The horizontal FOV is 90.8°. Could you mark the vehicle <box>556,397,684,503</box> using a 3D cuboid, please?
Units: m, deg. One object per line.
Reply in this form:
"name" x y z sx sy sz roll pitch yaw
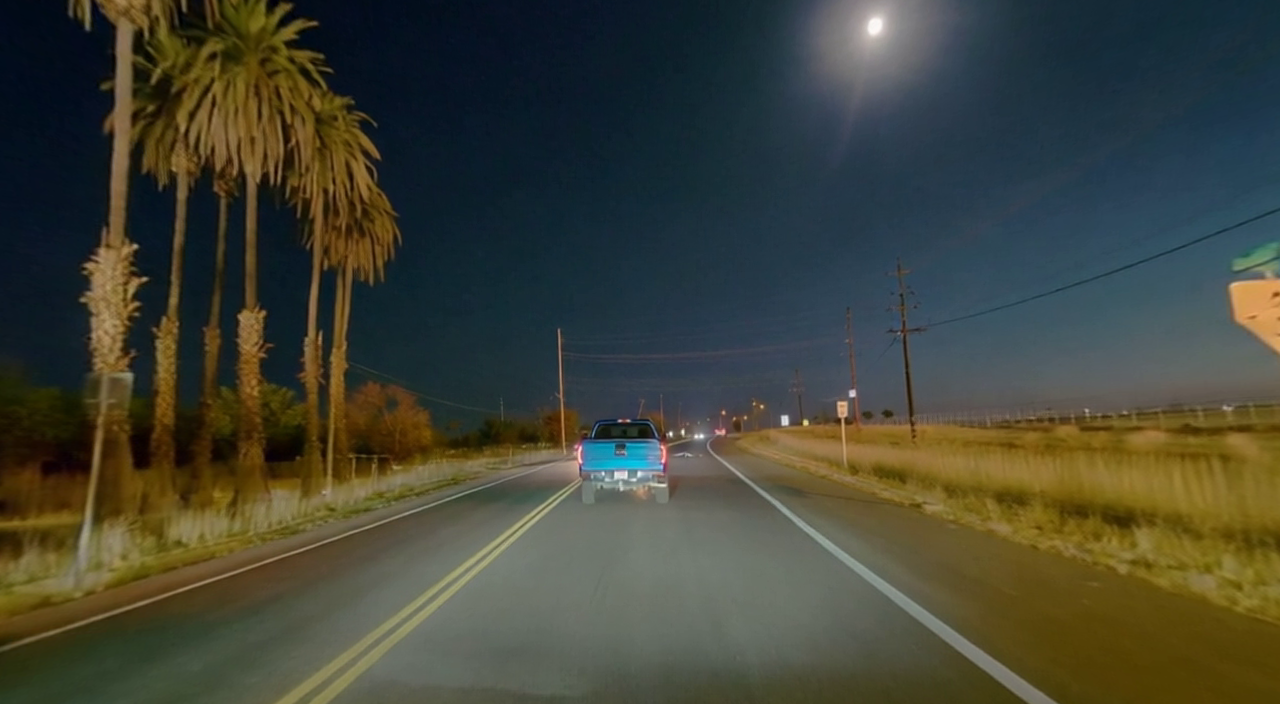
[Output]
"vehicle" -0.470 2.495 16.386 2.693 2.223 5.885 0 -8 -1
